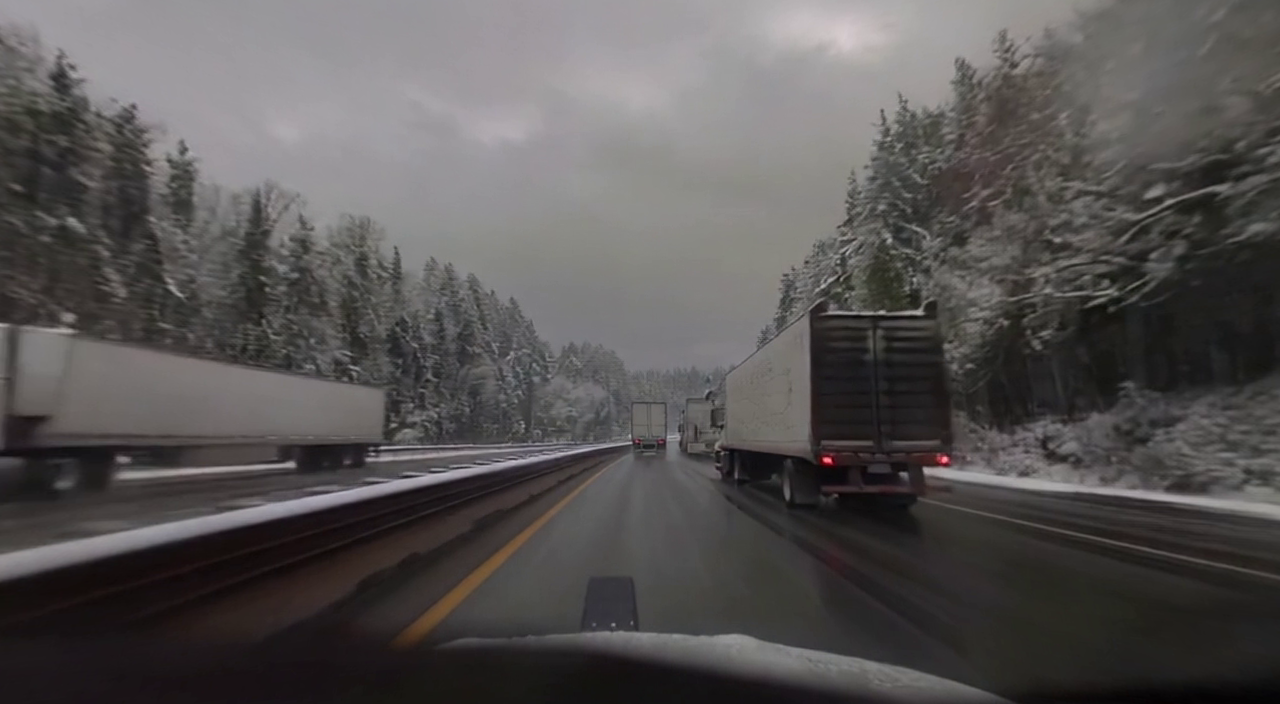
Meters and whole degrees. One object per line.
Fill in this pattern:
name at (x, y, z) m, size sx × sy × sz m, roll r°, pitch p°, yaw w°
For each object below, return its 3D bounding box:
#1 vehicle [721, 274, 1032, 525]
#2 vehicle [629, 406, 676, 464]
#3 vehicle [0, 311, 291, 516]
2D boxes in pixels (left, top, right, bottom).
vehicle at (4.723, 1.711, 17.373) m, size 2.851 × 4.077 × 14.289 m, roll 0°, pitch -8°, yaw -1°
vehicle at (0.685, 5.251, 39.528) m, size 2.644 × 3.247 × 7.454 m, roll 0°, pitch -8°, yaw 0°
vehicle at (-12.947, 1.663, 15.219) m, size 2.949 × 3.648 × 10.317 m, roll -1°, pitch -8°, yaw 1°
